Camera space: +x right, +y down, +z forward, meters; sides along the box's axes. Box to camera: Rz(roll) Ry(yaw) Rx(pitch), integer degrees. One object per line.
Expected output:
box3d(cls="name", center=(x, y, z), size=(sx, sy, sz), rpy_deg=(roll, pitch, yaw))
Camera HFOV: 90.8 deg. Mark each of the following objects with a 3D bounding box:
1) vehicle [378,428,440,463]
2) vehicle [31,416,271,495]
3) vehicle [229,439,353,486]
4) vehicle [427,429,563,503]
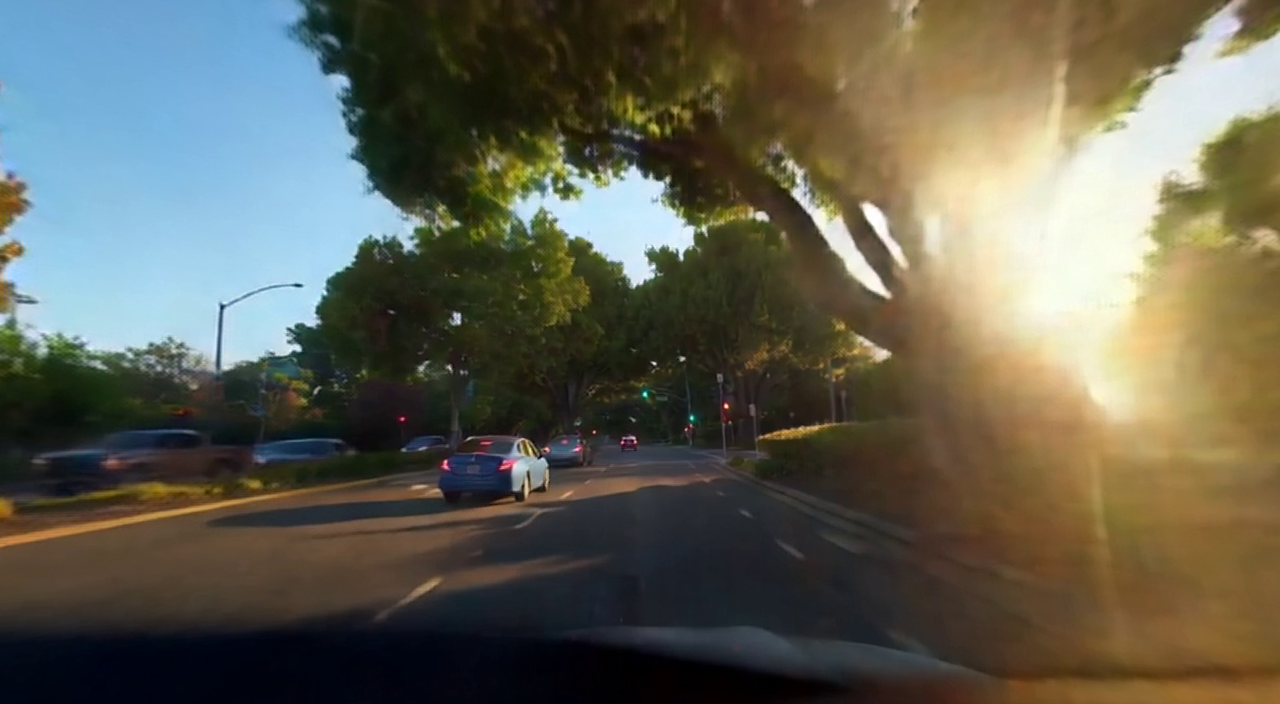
box3d(cls="vehicle", center=(-16.737, 6.830, 46.112), size=(2.496, 2.351, 5.293), rpy_deg=(0, -9, 0))
box3d(cls="vehicle", center=(-16.380, 3.551, 22.026), size=(2.734, 2.261, 6.993), rpy_deg=(0, -9, 0))
box3d(cls="vehicle", center=(-12.499, 3.973, 23.028), size=(1.966, 1.496, 4.470), rpy_deg=(0, -9, 0))
box3d(cls="vehicle", center=(-3.259, 2.689, 15.310), size=(2.038, 1.486, 4.678), rpy_deg=(0, -9, 2))
